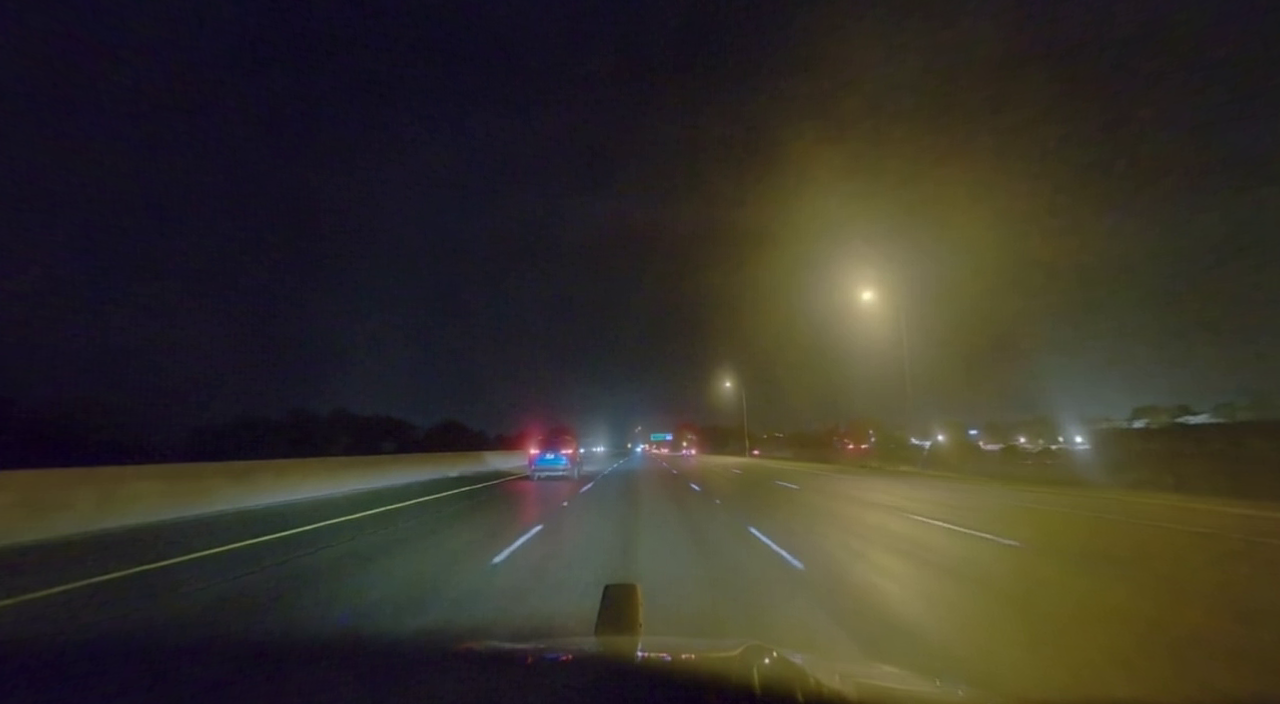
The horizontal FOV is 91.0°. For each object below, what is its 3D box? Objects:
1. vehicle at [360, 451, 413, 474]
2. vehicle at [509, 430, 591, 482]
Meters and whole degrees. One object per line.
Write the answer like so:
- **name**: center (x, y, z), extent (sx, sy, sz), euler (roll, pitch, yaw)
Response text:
- **vehicle**: center (-18.635, 8.095, 46.432), extent (1.912, 1.534, 4.514), euler (0, -9, 1)
- **vehicle**: center (-3.626, 4.356, 26.723), extent (2.431, 1.928, 5.760), euler (0, -9, 2)
